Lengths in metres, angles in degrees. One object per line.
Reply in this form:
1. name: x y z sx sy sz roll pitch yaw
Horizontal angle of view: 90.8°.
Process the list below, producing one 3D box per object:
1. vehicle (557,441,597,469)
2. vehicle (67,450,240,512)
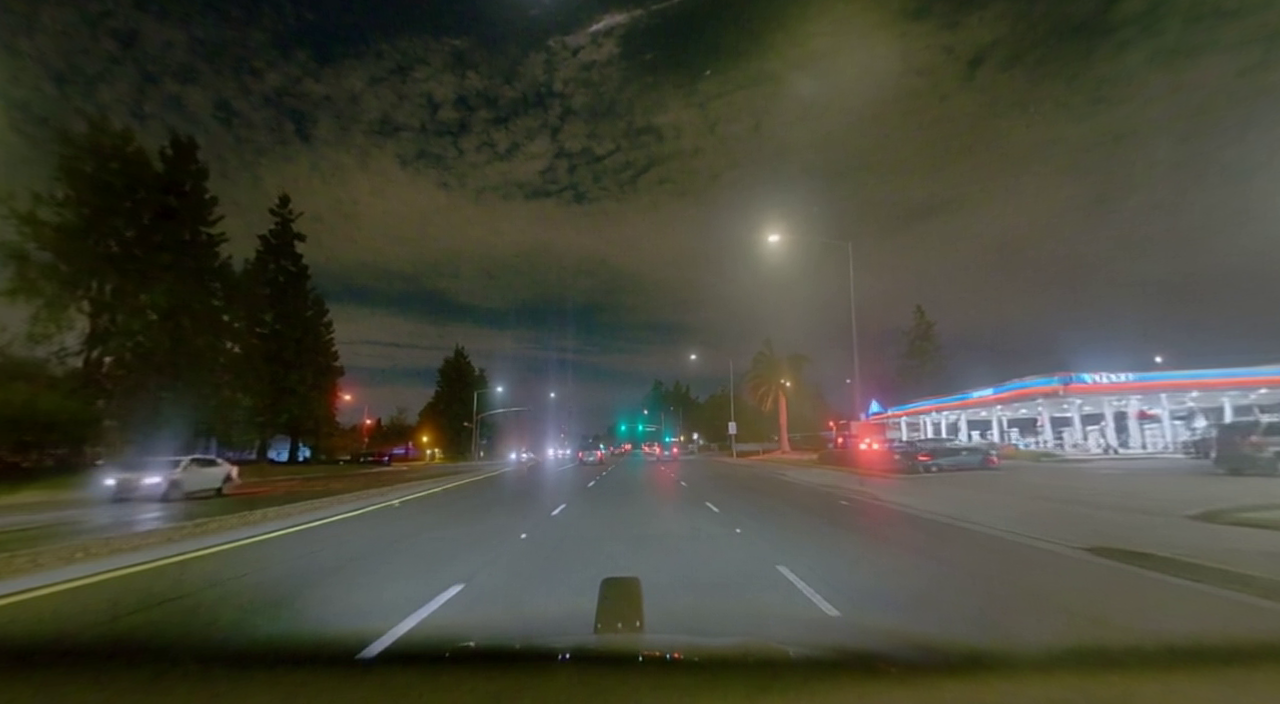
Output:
1. vehicle: -3.906 6.510 40.143 2.040 1.661 4.573 0 -8 1
2. vehicle: -14.661 3.849 19.440 1.939 1.594 4.284 -2 -8 -1
